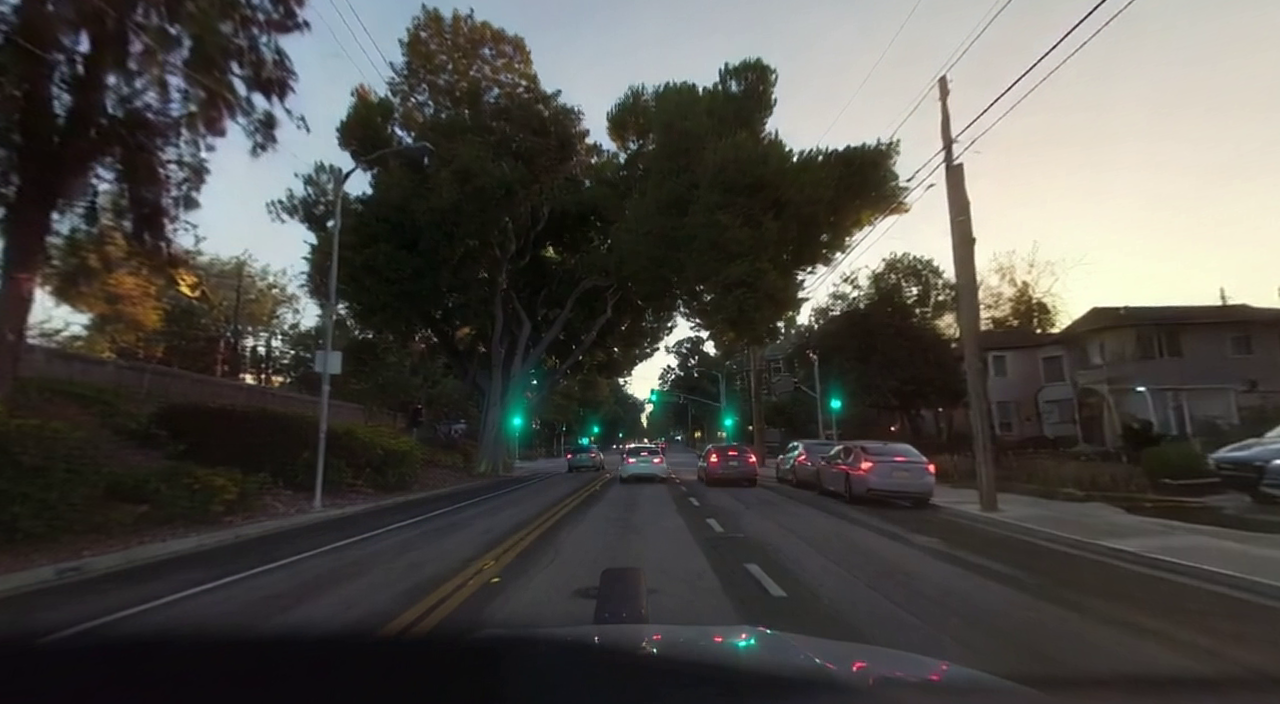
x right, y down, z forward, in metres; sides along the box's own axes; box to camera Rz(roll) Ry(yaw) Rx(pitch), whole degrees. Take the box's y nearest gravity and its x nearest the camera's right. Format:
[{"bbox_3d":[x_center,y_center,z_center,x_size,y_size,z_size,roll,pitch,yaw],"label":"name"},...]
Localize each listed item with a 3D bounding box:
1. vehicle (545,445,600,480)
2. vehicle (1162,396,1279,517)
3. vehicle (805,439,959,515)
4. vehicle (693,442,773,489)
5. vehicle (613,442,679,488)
[{"bbox_3d":[-3.115,5.204,30.078,2.012,1.505,4.205,-1,-8,2],"label":"vehicle"},{"bbox_3d":[13.712,1.674,11.637,5.929,1.970,2.381,-5,-8,-1],"label":"vehicle"},{"bbox_3d":[5.817,3.028,15.913,2.011,1.620,4.694,0,-8,0],"label":"vehicle"},{"bbox_3d":[3.168,3.983,22.525,2.158,1.483,4.415,0,-8,0],"label":"vehicle"},{"bbox_3d":[0.197,3.945,22.390,2.101,1.467,4.210,0,-8,0],"label":"vehicle"}]
